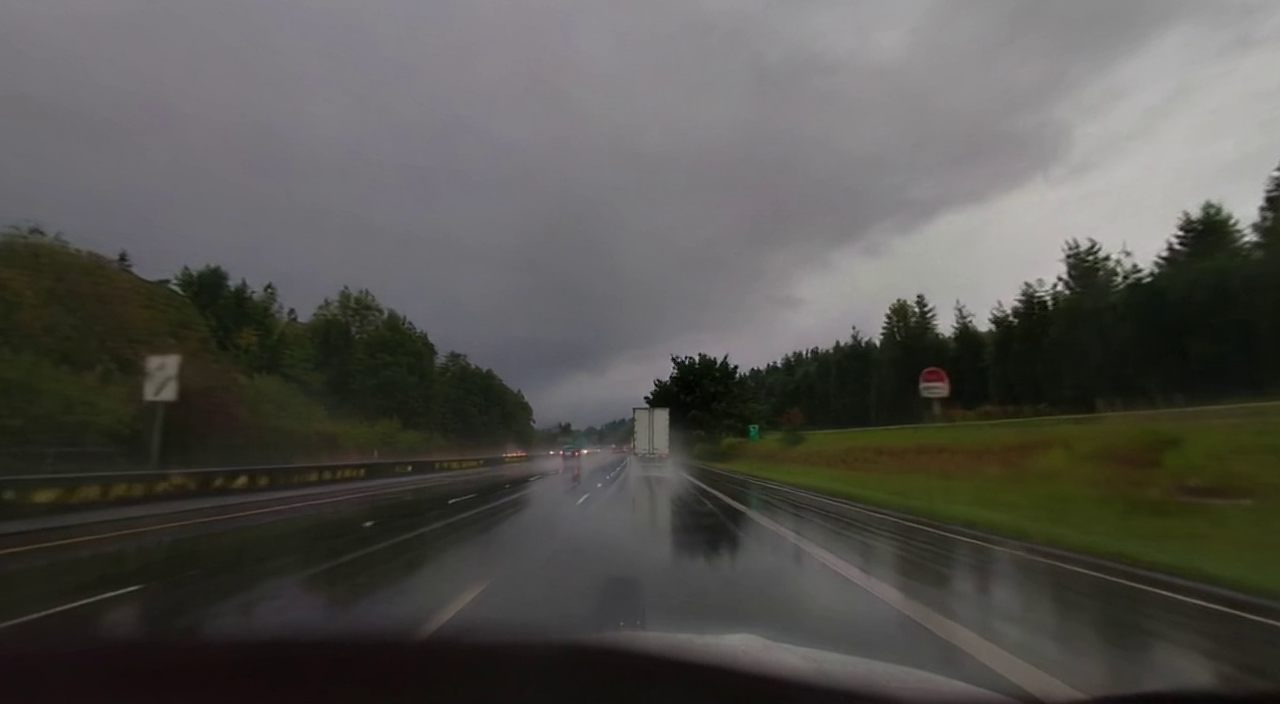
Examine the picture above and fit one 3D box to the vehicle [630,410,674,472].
[{"bbox_3d":[0.784,7.044,49.000,2.901,4.032,14.338,0,-9,0],"label":"vehicle"}]
